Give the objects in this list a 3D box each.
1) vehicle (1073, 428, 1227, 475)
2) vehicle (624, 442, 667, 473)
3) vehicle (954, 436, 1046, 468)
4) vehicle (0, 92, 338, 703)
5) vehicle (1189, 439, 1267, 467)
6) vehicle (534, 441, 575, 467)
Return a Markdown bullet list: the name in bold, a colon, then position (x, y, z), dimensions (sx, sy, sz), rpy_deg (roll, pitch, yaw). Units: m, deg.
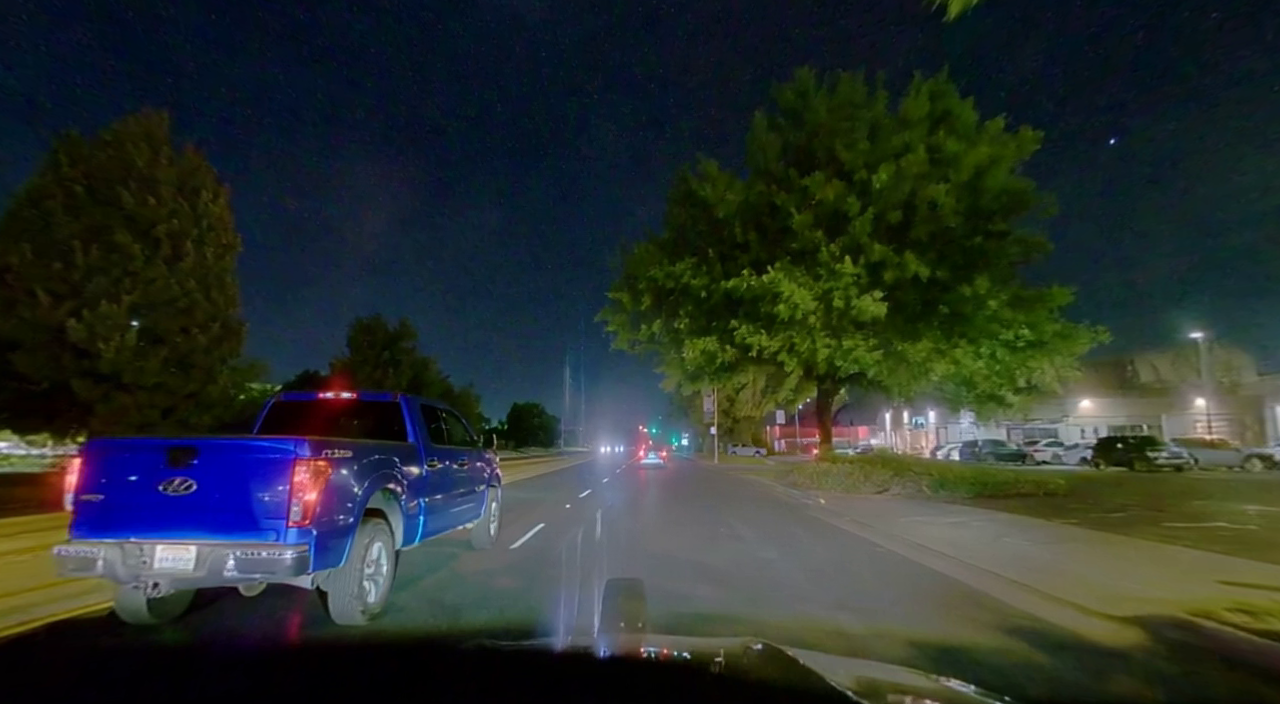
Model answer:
- **vehicle**: position (22.157, 4.335, 27.528), dimensions (4.957, 1.882, 2.031), rpy_deg (-7, -11, 38)
- **vehicle**: position (0.342, 5.639, 33.929), dimensions (2.191, 1.530, 4.470), rpy_deg (0, -8, 1)
- **vehicle**: position (21.252, 5.919, 37.194), dimensions (4.501, 1.780, 2.082), rpy_deg (-5, -10, 30)
- **vehicle**: position (-3.513, 0.321, 1.483), dimensions (2.733, 2.495, 5.037), rpy_deg (-1, -8, 5)
- **vehicle**: position (36.811, 6.281, 39.276), dimensions (4.480, 1.588, 2.098), rpy_deg (4, -9, -28)
- **vehicle**: position (-6.207, 7.440, 46.181), dimensions (2.146, 1.788, 5.153), rpy_deg (0, -8, 2)
